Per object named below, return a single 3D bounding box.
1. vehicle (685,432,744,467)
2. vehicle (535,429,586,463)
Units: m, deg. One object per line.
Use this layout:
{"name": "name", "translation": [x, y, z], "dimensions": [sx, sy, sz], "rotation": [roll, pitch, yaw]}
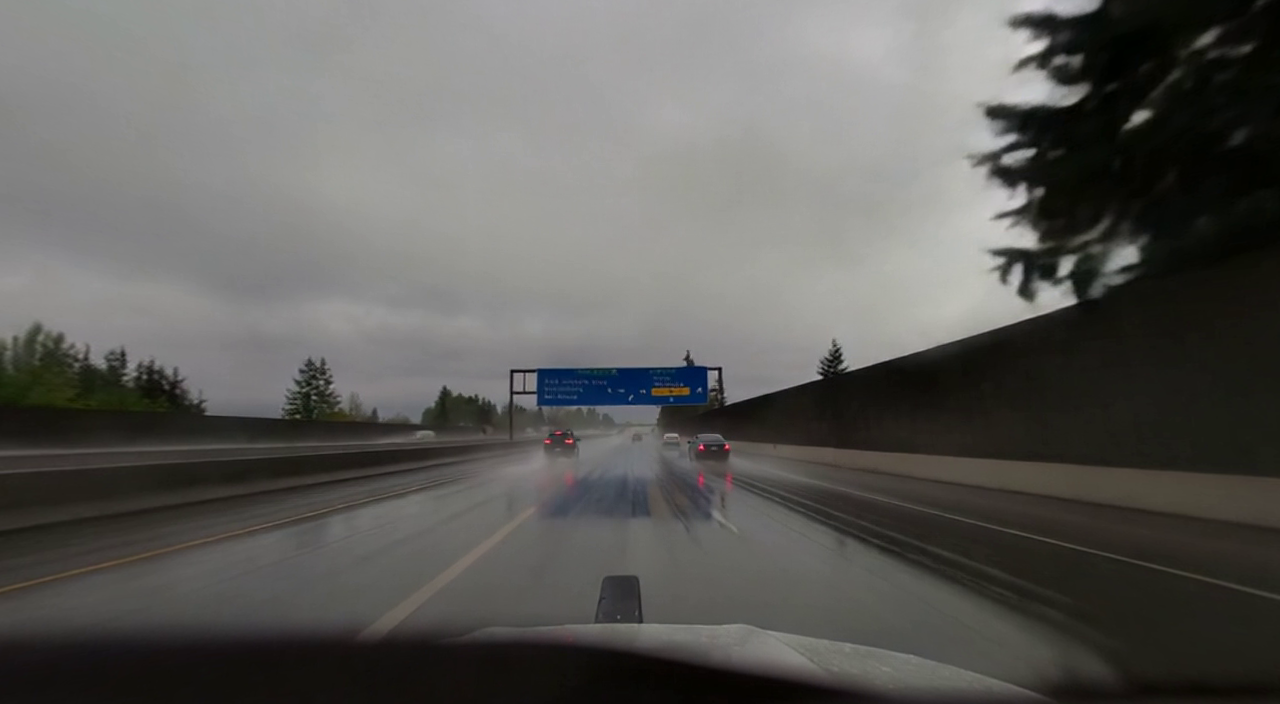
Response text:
{"name": "vehicle", "translation": [3.361, 4.508, 29.401], "dimensions": [2.077, 1.523, 4.539], "rotation": [0, -8, -2]}
{"name": "vehicle", "translation": [-4.163, 4.983, 33.461], "dimensions": [2.219, 1.660, 4.153], "rotation": [0, -8, -1]}
